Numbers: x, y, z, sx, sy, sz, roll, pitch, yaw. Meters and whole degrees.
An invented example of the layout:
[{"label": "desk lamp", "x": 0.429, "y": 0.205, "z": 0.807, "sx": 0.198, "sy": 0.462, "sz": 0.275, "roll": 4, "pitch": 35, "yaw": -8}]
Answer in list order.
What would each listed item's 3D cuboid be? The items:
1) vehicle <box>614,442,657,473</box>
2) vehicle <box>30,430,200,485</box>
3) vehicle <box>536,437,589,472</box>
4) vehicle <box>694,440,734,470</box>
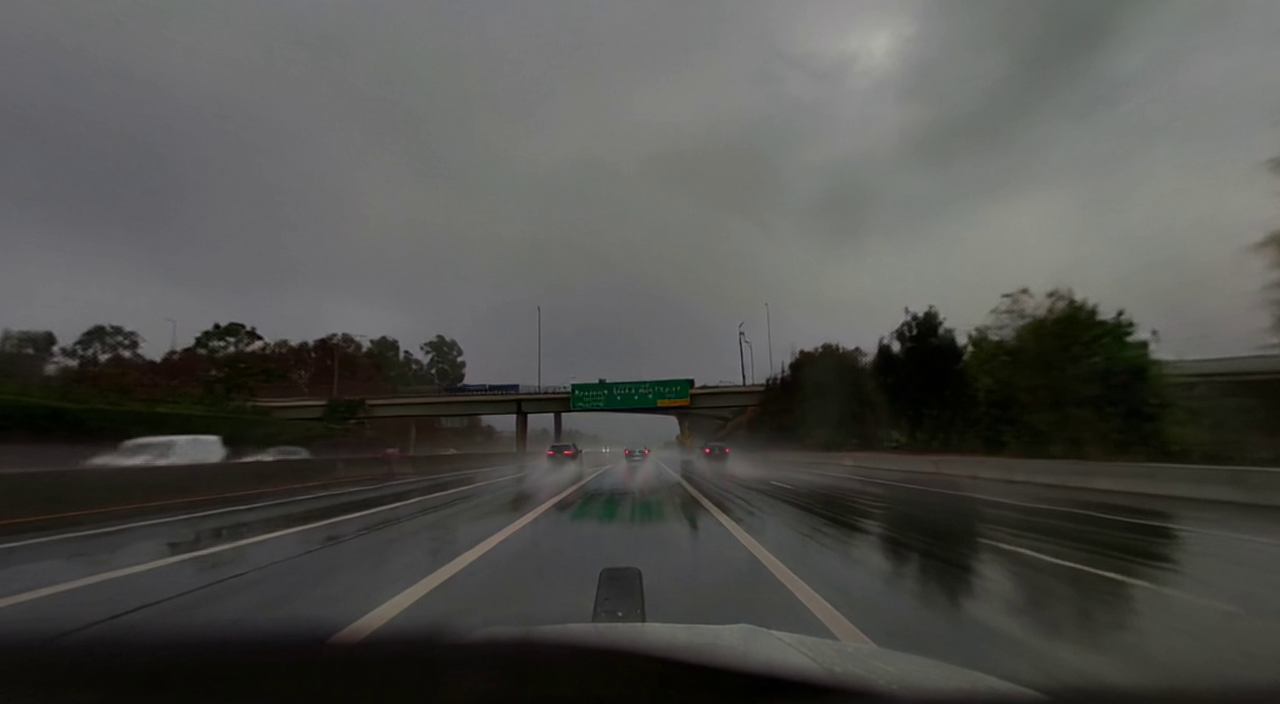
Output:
[{"label": "vehicle", "x": -0.195, "y": 5.369, "z": 32.388, "sx": 2.075, "sy": 1.486, "sz": 4.007, "roll": 0, "pitch": -8, "yaw": 0}, {"label": "vehicle", "x": -20.484, "y": 4.138, "z": 25.059, "sx": 2.230, "sy": 1.931, "sz": 5.157, "roll": 0, "pitch": -9, "yaw": 1}, {"label": "vehicle", "x": -4.071, "y": 5.475, "z": 33.927, "sx": 2.113, "sy": 1.756, "sz": 4.471, "roll": 0, "pitch": -9, "yaw": 2}, {"label": "vehicle", "x": 4.259, "y": 6.009, "z": 36.925, "sx": 1.936, "sy": 1.625, "sz": 3.991, "roll": 0, "pitch": -8, "yaw": 1}]
